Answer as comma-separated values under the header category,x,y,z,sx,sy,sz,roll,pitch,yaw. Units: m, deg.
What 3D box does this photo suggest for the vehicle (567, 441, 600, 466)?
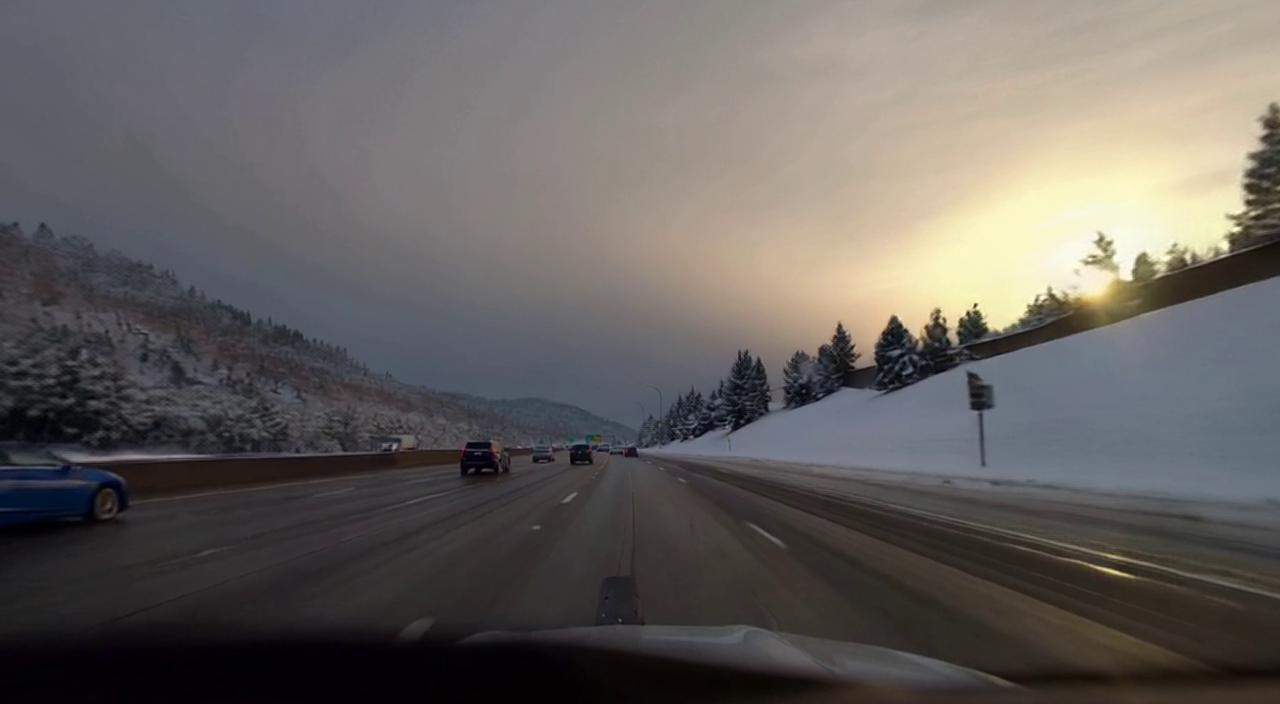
category,x,y,z,sx,sy,sz,roll,pitch,yaw
vehicle,-4.050,7.342,45.834,2.115,1.713,4.263,0,-9,-2

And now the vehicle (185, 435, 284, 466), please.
category,x,y,z,sx,sy,sz,roll,pitch,yaw
vehicle,-27.025,6.615,42.488,2.526,1.908,6.156,0,-9,0

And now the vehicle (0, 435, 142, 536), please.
category,x,y,z,sx,sy,sz,roll,pitch,yaw
vehicle,-10.431,1.999,9.537,1.949,1.475,4.740,0,-9,0

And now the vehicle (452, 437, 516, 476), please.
category,x,y,z,sx,sy,sz,roll,pitch,yaw
vehicle,-7.752,5.234,31.884,2.074,1.768,4.805,0,-9,-1
